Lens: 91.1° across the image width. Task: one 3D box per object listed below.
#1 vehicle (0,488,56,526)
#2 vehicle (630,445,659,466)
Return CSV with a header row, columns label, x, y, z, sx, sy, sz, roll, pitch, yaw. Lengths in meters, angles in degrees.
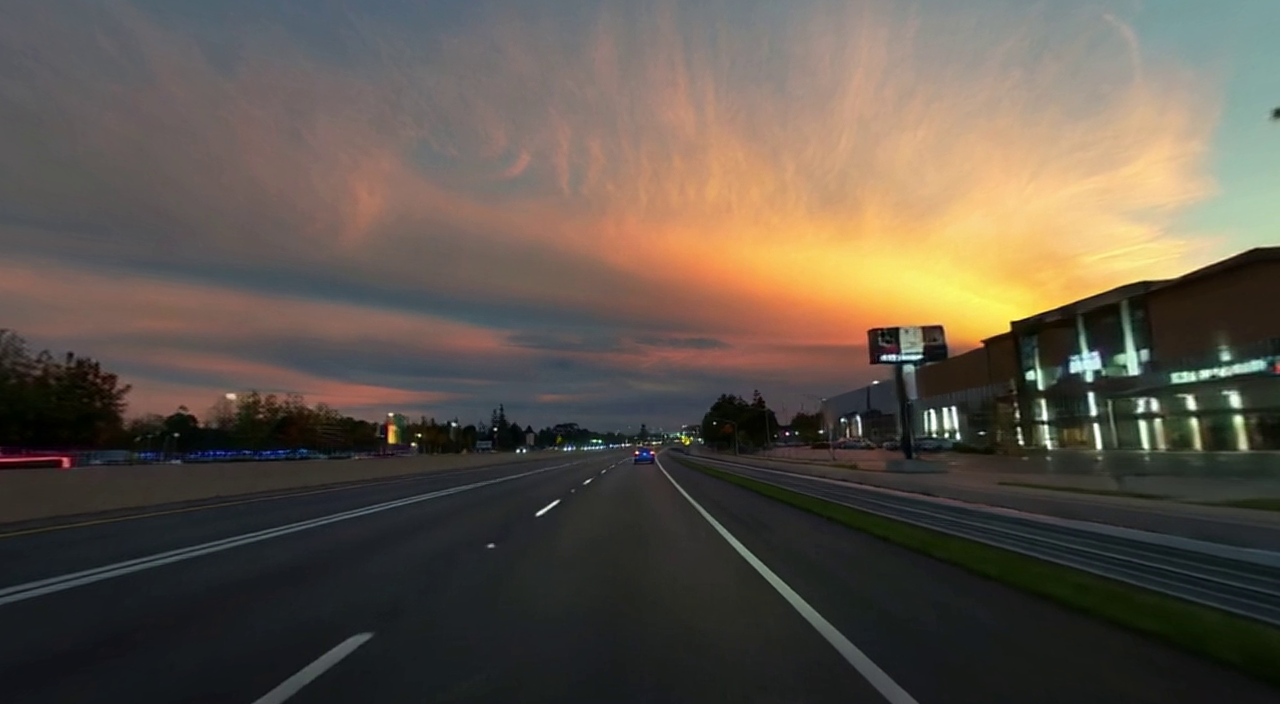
label,x,y,z,sx,sy,sz,roll,pitch,yaw
vehicle,-30.002,7.349,29.966,1.803,1.413,4.306,4,-10,-24
vehicle,0.325,7.621,46.474,2.014,1.507,3.960,0,-9,0
